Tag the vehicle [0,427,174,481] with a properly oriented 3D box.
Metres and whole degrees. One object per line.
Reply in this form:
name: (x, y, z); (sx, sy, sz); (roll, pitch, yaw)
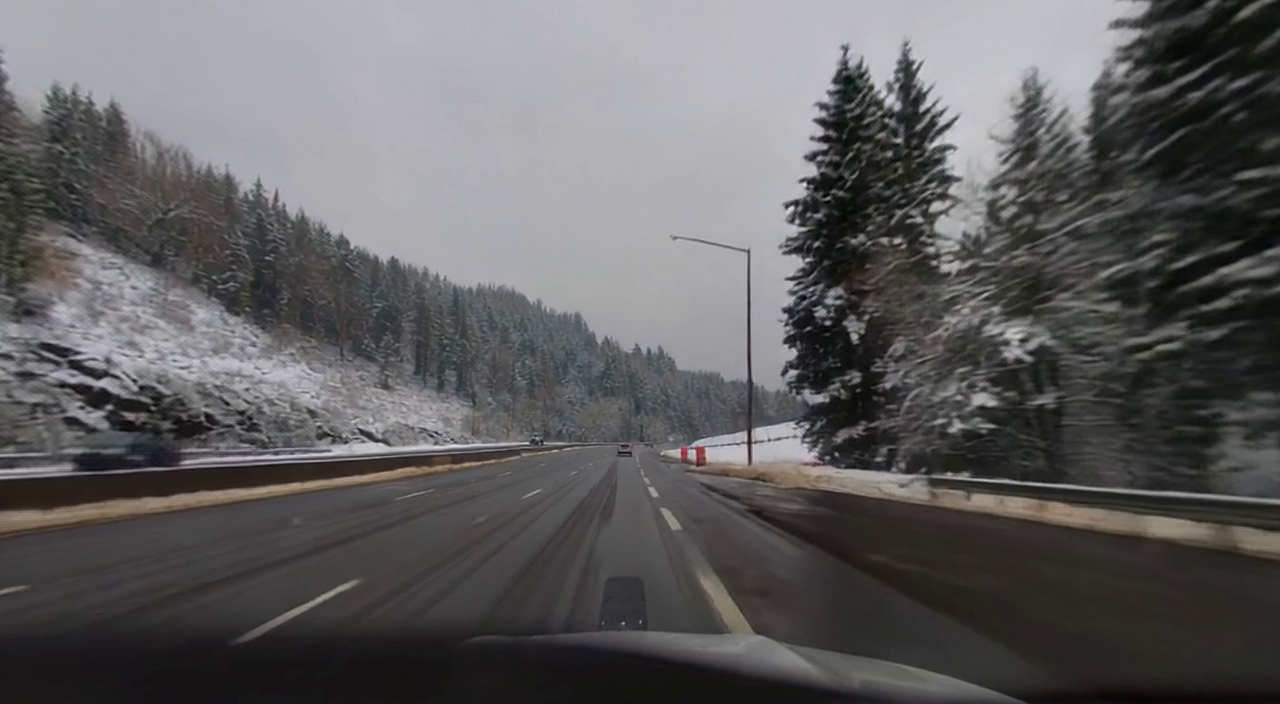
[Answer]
vehicle: (-19.145, 3.543, 22.125); (1.952, 1.661, 4.651); (-1, -9, 0)
